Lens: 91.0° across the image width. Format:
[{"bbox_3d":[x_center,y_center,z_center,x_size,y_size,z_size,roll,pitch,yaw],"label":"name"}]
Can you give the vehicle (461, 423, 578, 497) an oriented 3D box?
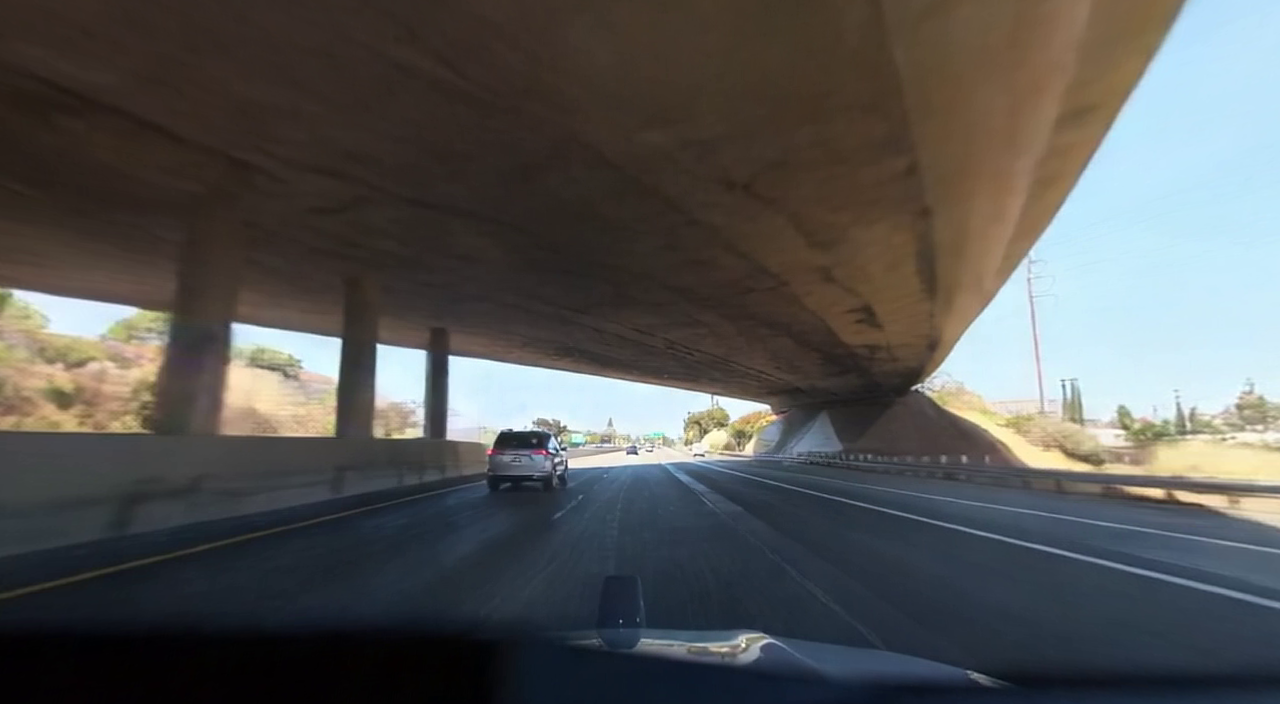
[{"bbox_3d":[-3.465,3.297,19.581,2.431,1.928,5.760,0,-9,1],"label":"vehicle"}]
